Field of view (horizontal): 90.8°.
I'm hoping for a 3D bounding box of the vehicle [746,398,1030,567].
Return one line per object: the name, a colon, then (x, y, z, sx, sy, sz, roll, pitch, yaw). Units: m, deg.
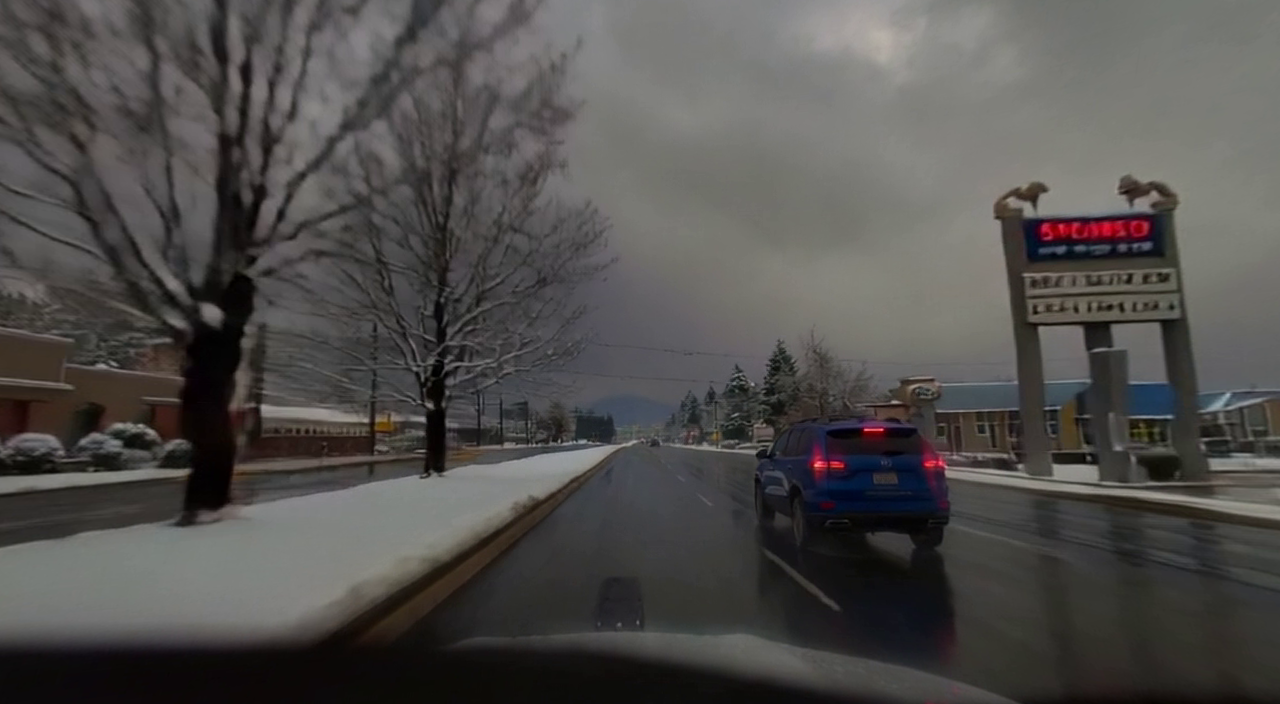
vehicle: (3.047, 1.733, 9.122, 2.130, 1.790, 4.615, 0, -9, -1)
